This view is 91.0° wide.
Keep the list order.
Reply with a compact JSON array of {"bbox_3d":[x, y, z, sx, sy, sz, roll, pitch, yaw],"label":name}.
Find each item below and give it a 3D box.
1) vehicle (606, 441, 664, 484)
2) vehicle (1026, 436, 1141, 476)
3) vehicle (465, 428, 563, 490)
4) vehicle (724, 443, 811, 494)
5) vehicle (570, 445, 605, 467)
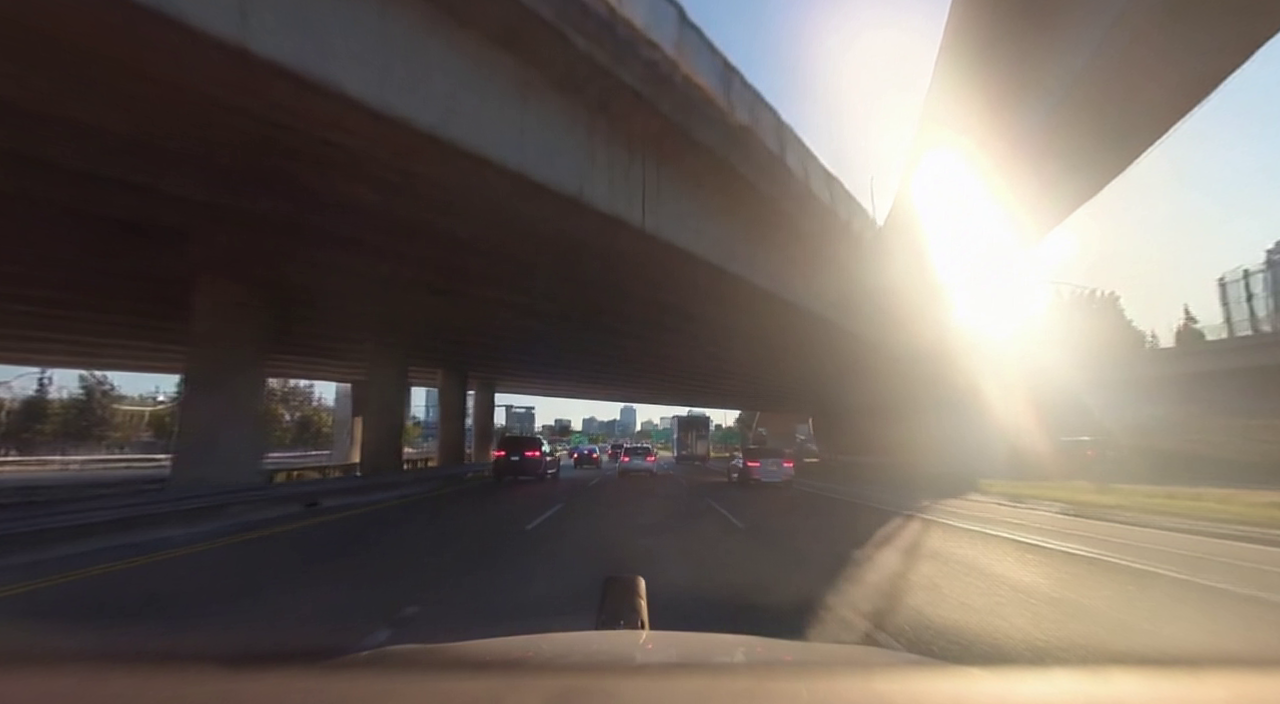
[{"bbox_3d":[-0.178,4.284,24.699,2.089,1.493,3.964,0,-9,0],"label":"vehicle"},{"bbox_3d":[24.239,5.708,34.846,2.376,1.988,6.109,-1,-9,6],"label":"vehicle"},{"bbox_3d":[-4.000,3.511,20.910,2.142,1.819,4.648,0,-9,2],"label":"vehicle"},{"bbox_3d":[4.062,3.774,20.737,1.974,1.490,3.994,0,-9,-1],"label":"vehicle"},{"bbox_3d":[-3.537,7.067,42.911,1.868,1.431,4.055,0,-9,2],"label":"vehicle"}]
